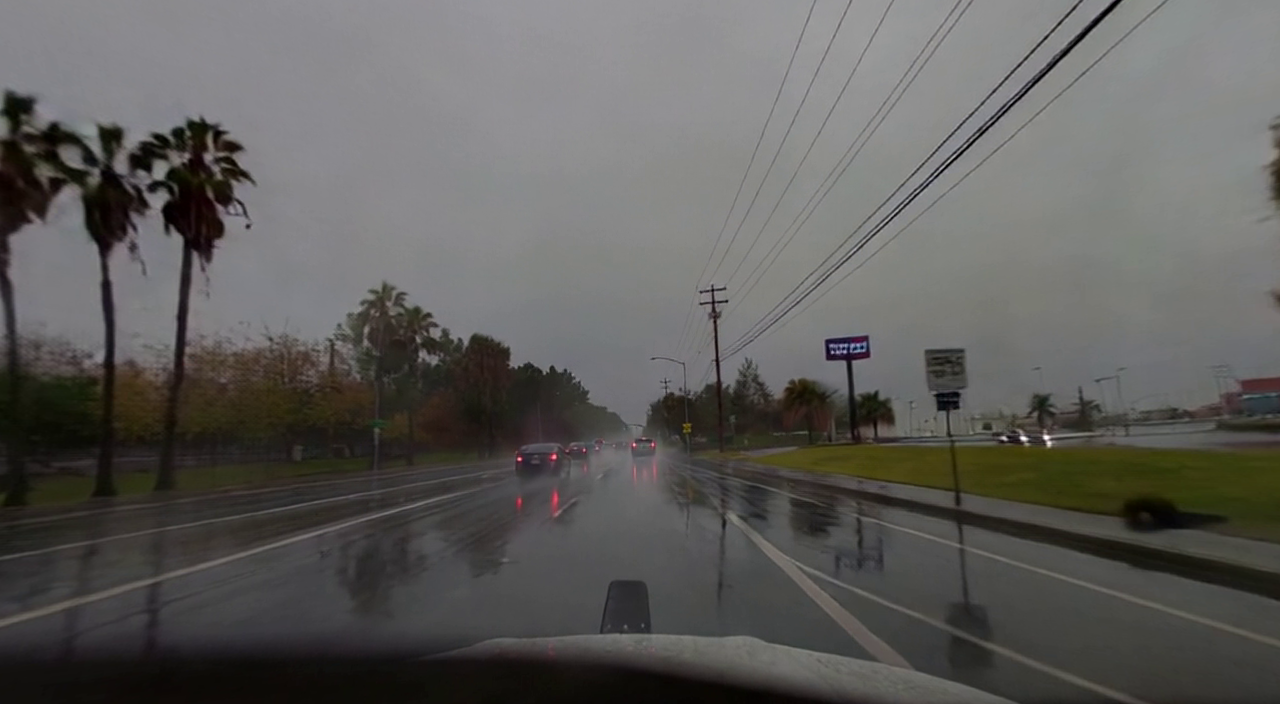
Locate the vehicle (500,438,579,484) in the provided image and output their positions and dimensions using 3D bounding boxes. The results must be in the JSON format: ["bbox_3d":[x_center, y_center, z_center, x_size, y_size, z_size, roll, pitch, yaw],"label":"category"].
[{"bbox_3d":[-3.411,3.798,22.228,1.982,1.451,4.152,-1,-9,2],"label":"vehicle"}]

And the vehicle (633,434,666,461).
[{"bbox_3d":[0.634,6.683,44.130,2.155,1.781,3.977,0,-9,0],"label":"vehicle"}]
